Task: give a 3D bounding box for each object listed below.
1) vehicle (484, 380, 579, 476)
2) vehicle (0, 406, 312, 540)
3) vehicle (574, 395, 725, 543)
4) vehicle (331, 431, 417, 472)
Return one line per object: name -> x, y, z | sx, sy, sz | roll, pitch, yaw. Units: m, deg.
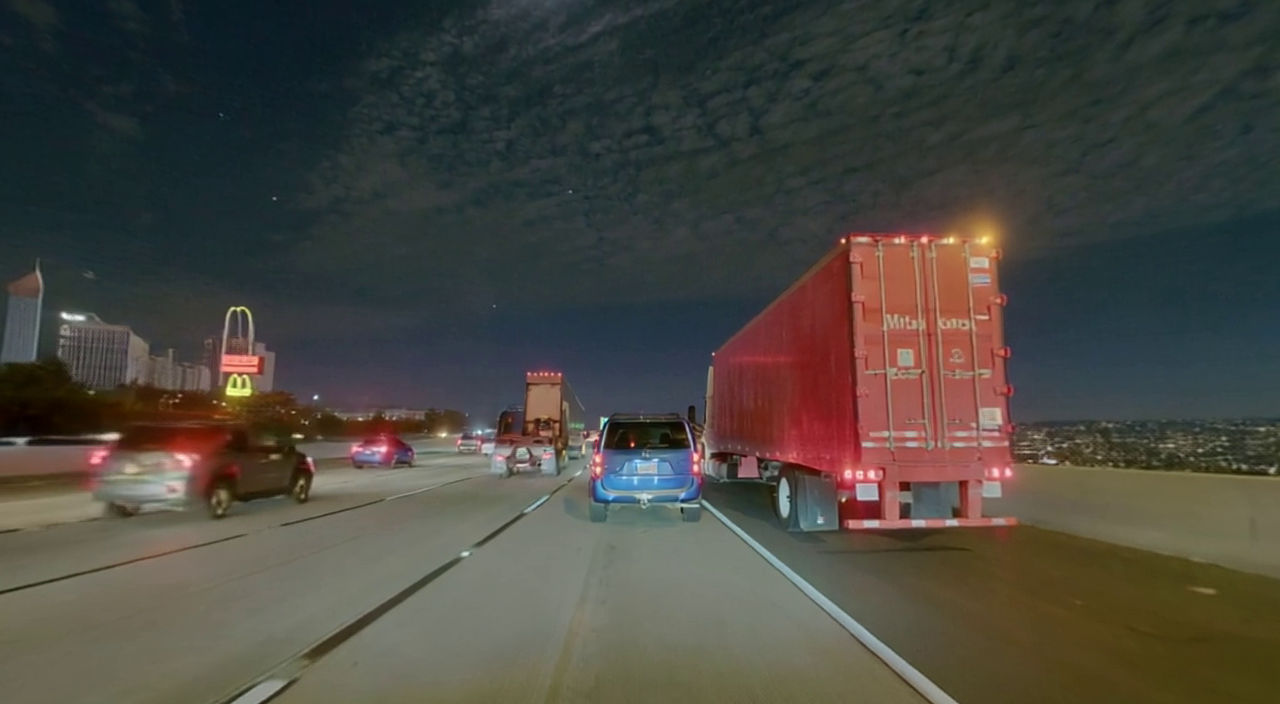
vehicle -> -4.379, 3.407, 27.370 | 2.814, 3.513, 8.529 | 0, -9, -2
vehicle -> -7.447, 1.904, 10.400 | 1.854, 1.740, 4.151 | 0, -9, -1
vehicle -> 0.072, 1.824, 10.264 | 1.947, 1.910, 4.040 | 0, -9, -2
vehicle -> -11.893, 4.491, 28.574 | 1.915, 1.710, 4.670 | 0, -9, -1
